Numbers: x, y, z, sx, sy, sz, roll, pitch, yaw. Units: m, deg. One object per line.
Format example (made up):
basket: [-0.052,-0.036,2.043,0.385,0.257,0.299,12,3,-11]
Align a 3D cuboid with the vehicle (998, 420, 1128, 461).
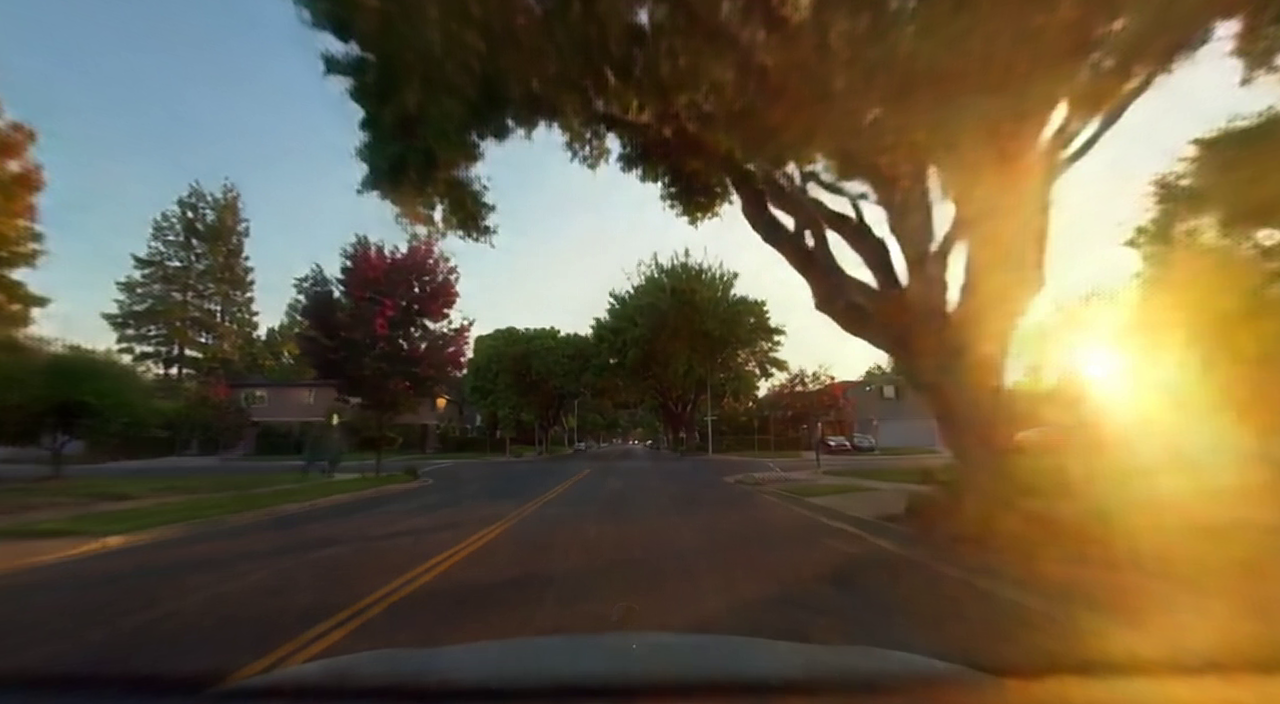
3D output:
vehicle: [16.447,3.510,24.824,1.783,1.431,4.757,0,-8,-1]
